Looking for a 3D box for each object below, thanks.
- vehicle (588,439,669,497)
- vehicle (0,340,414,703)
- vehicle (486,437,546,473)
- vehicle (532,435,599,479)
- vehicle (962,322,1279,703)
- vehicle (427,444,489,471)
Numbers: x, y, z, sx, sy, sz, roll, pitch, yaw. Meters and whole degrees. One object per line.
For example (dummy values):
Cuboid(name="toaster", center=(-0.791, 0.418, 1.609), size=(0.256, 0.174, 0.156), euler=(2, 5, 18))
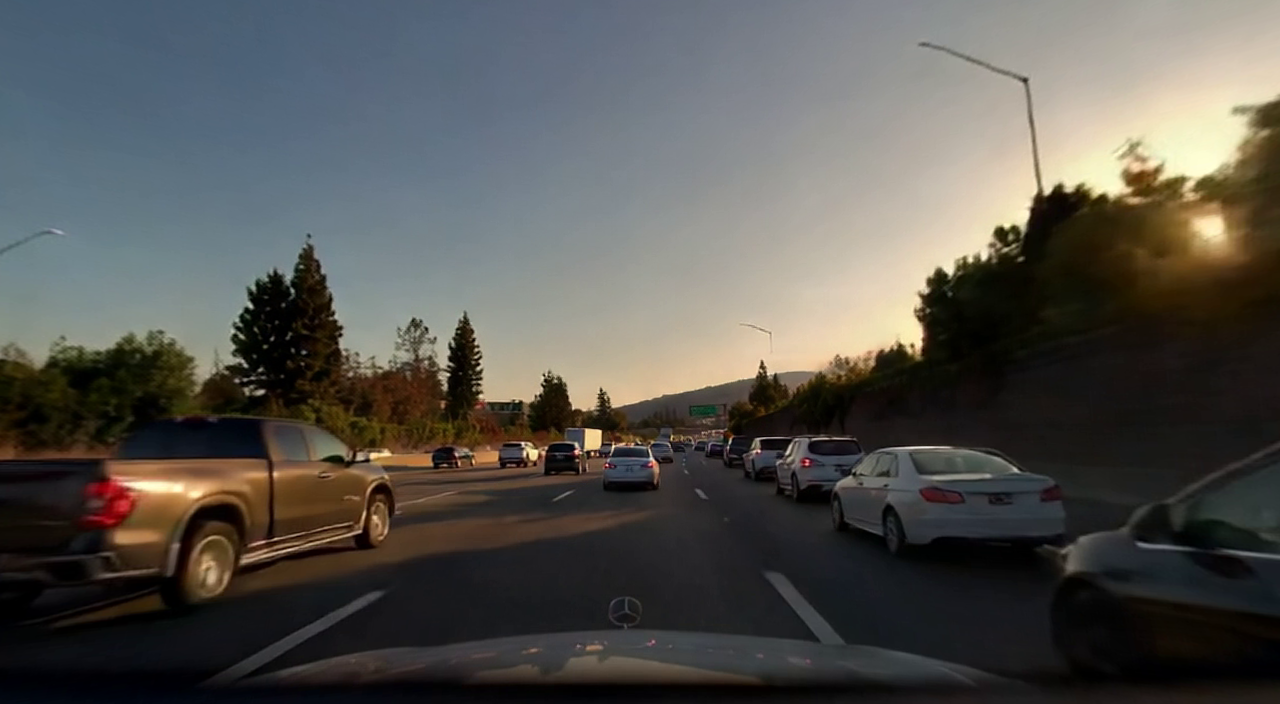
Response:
Cuboid(name="vehicle", center=(-0.237, 3.250, 18.136), size=(2.070, 1.456, 4.029), euler=(0, -8, 2))
Cuboid(name="vehicle", center=(-4.080, 1.213, 5.437), size=(2.110, 1.811, 5.585), euler=(0, -8, 1))
Cuboid(name="vehicle", center=(-6.394, 5.349, 32.936), size=(2.023, 1.693, 4.386), euler=(-1, -8, 3))
Cuboid(name="vehicle", center=(-3.079, 4.467, 27.111), size=(2.153, 1.726, 4.546), euler=(-1, -8, 3))
Cuboid(name="vehicle", center=(2.743, 0.633, 1.020), size=(1.964, 1.631, 4.837), euler=(0, -8, 1))
Cuboid(name="vehicle", center=(-10.504, 6.110, 36.817), size=(1.903, 1.460, 4.958), euler=(-1, -8, 4))
